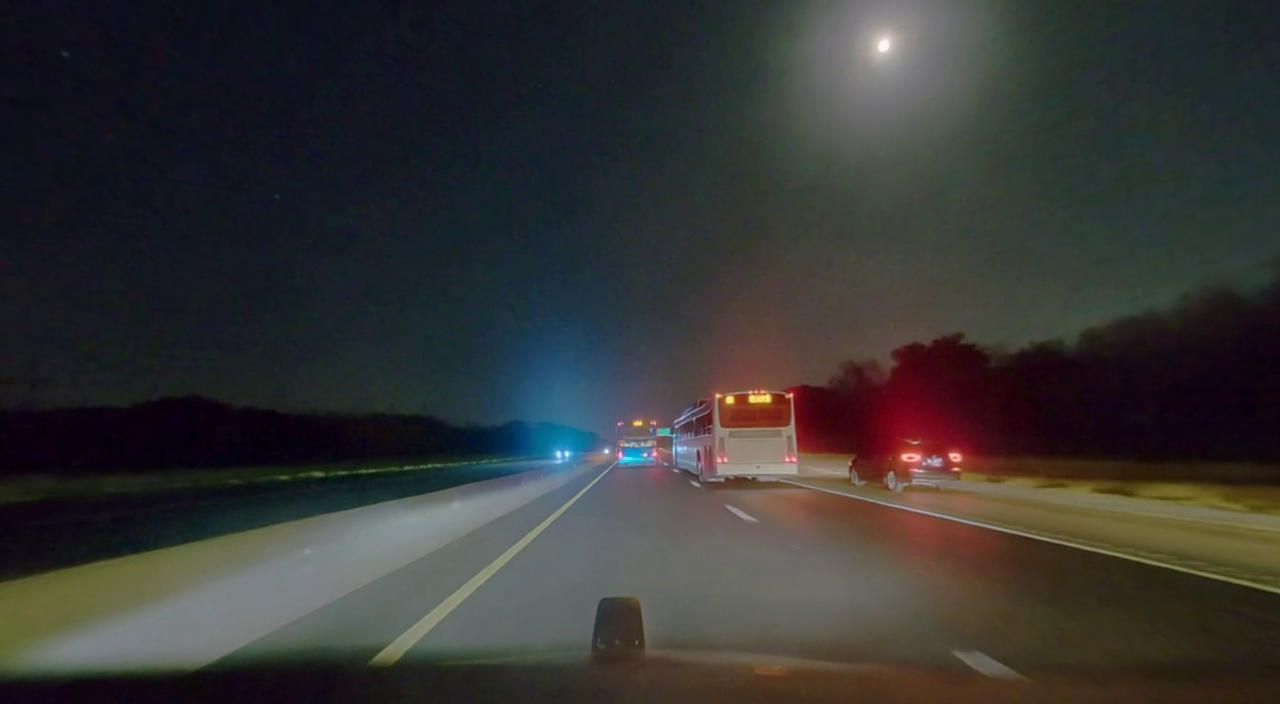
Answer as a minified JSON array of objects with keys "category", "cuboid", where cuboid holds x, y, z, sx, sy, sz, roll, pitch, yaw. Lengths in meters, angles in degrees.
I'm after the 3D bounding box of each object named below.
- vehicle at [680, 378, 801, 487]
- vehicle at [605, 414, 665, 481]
[{"category":"vehicle","cuboid":[3.836,3.706,27.901,3.074,3.668,12.805,0,-9,-1]},{"category":"vehicle","cuboid":[-0.199,4.291,28.274,2.414,2.675,5.574,-1,-9,0]}]
